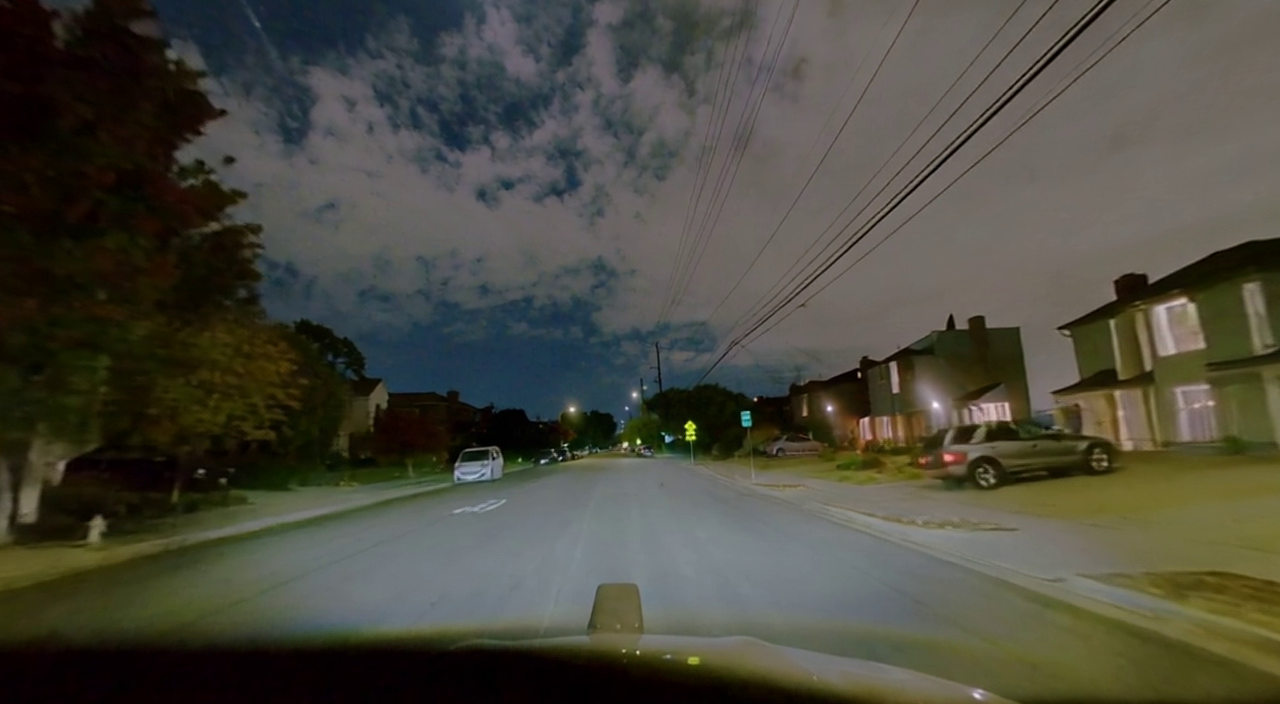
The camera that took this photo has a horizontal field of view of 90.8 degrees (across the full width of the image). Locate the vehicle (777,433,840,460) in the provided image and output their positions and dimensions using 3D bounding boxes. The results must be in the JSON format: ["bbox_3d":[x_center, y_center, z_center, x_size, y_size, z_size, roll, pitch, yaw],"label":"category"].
[{"bbox_3d":[12.817,7.211,48.113,4.145,1.767,1.880,-8,-10,29],"label":"vehicle"}]

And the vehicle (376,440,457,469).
[{"bbox_3d":[-14.824,6.812,42.085,4.543,1.824,2.379,1,-9,-3],"label":"vehicle"}]

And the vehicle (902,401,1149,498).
[{"bbox_3d":[9.561,2.423,15.971,4.822,1.864,2.100,-4,-8,-6],"label":"vehicle"}]

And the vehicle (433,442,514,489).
[{"bbox_3d":[-7.080,4.856,27.453,2.162,1.757,5.201,-2,-9,-1],"label":"vehicle"}]

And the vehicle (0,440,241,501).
[{"bbox_3d":[-14.873,3.343,18.063,5.395,1.615,2.132,0,-9,-2],"label":"vehicle"}]
